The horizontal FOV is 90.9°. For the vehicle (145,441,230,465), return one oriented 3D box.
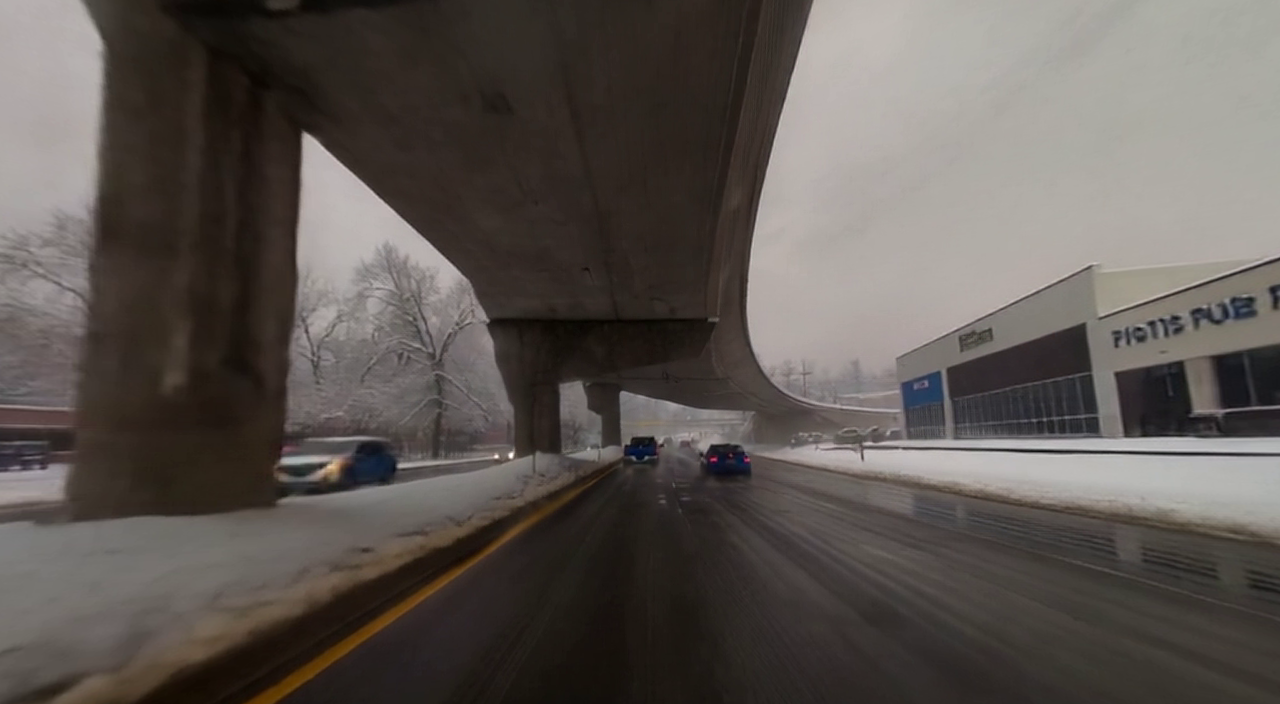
[{"bbox_3d":[-33.543,7.514,46.873,4.540,1.717,2.066,2,-9,-13],"label":"vehicle"}]

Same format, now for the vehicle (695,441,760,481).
[{"bbox_3d":[3.462,4.394,25.764,1.954,1.479,4.557,0,-8,0],"label":"vehicle"}]

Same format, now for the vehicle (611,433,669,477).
[{"bbox_3d":[0.064,4.661,28.829,2.441,1.813,4.581,0,-8,1],"label":"vehicle"}]

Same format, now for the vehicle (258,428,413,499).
[{"bbox_3d":[-8.670,3.198,18.546,2.137,1.811,4.549,0,-8,2],"label":"vehicle"}]
